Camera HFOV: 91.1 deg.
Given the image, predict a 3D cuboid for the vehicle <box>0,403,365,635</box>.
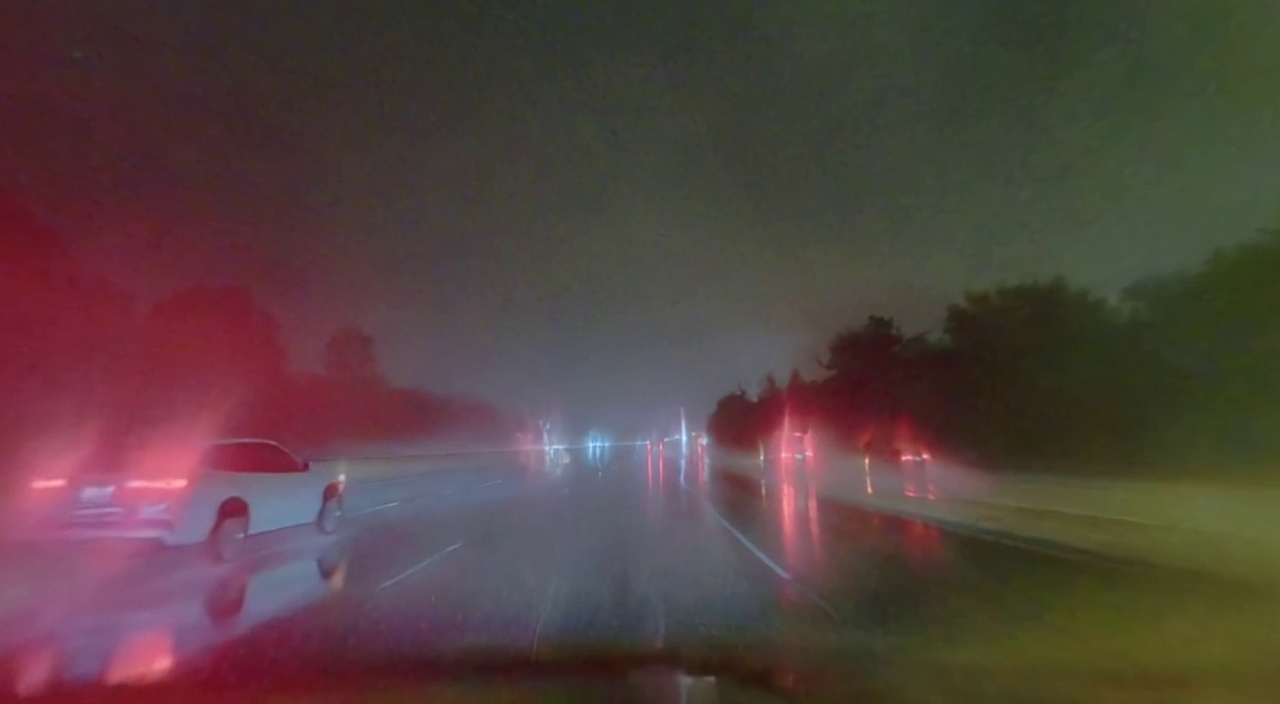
[{"bbox_3d":[-4.873,1.474,6.520,1.961,1.540,4.487,0,-9,1],"label":"vehicle"}]
